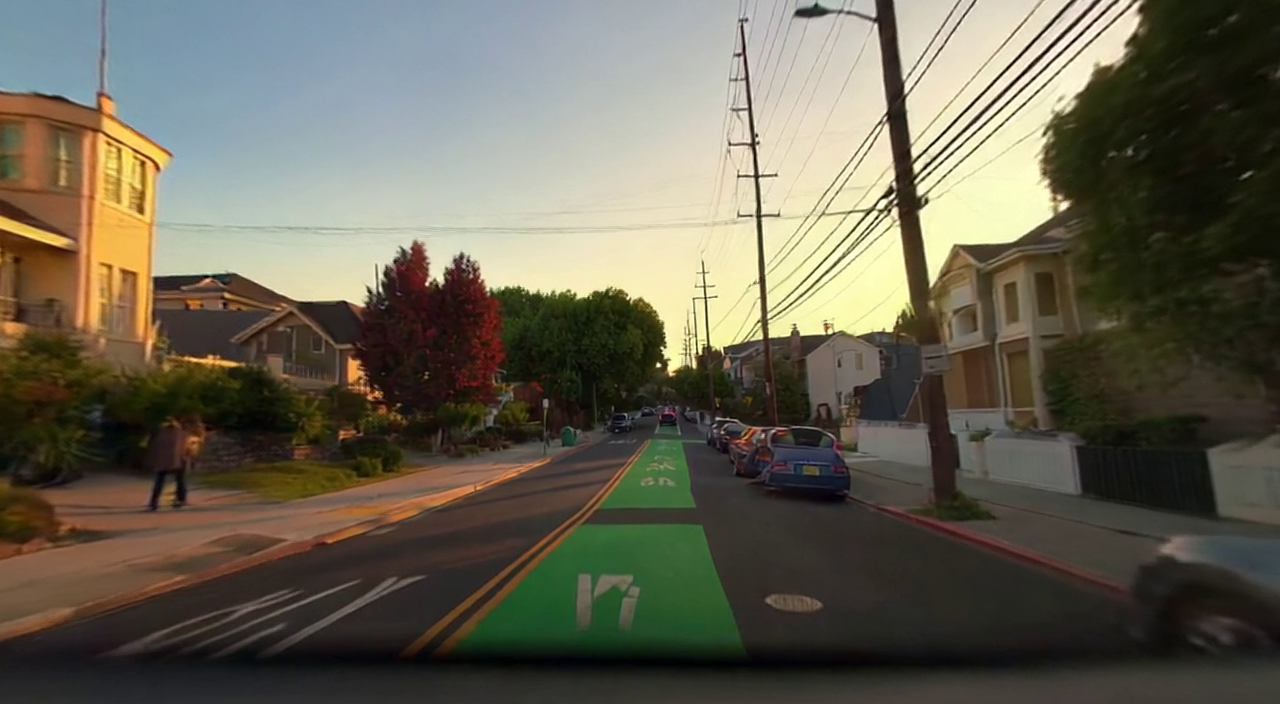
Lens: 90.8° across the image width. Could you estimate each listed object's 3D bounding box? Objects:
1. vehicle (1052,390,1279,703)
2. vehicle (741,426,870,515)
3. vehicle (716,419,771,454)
[{"bbox_3d":[3.481,0.866,1.606,1.909,1.694,4.472,0,-9,2],"label":"vehicle"},{"bbox_3d":[3.349,2.466,13.635,2.235,1.500,4.496,0,-9,10],"label":"vehicle"},{"bbox_3d":[4.833,4.050,29.980,1.981,1.512,4.144,0,-9,1],"label":"vehicle"}]
